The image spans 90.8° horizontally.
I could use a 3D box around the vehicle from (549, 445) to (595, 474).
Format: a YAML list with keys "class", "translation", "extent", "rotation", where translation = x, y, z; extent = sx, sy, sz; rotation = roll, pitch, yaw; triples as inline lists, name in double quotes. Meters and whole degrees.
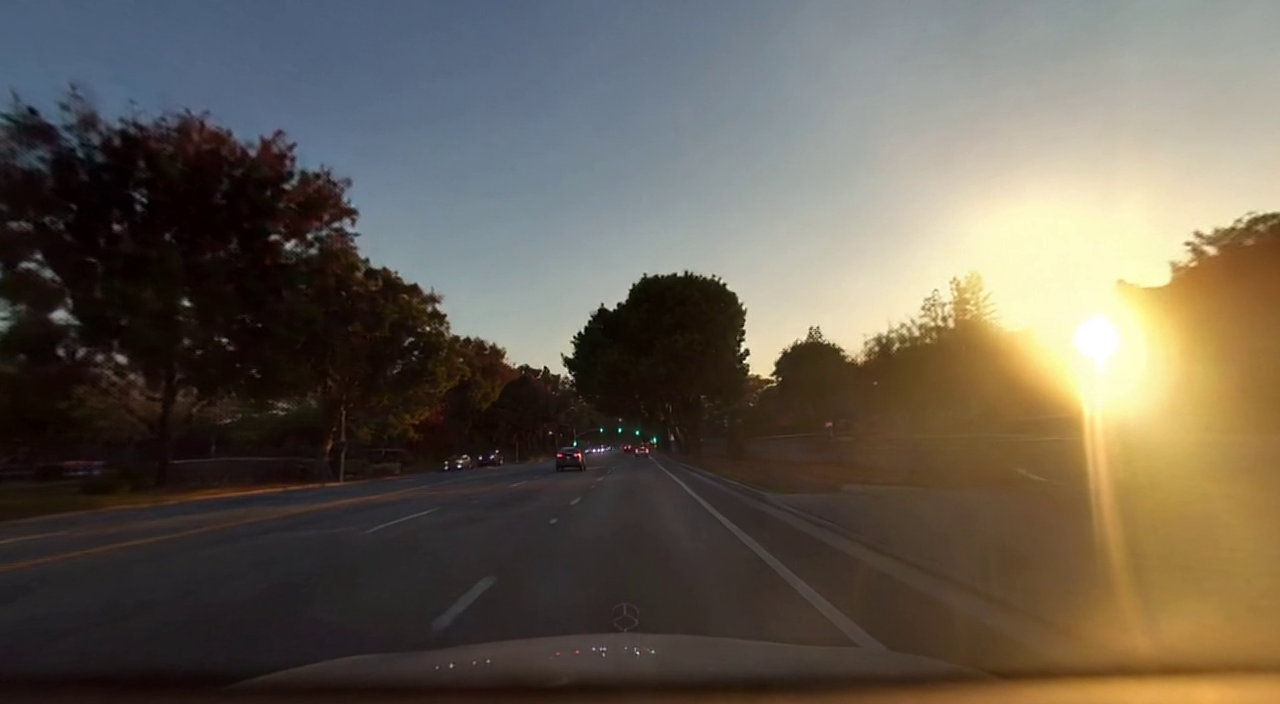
- class: "vehicle"
  translation: [-3.567, 5.685, 33.711]
  extent: [1.992, 1.447, 4.044]
  rotation: [0, -8, 0]
